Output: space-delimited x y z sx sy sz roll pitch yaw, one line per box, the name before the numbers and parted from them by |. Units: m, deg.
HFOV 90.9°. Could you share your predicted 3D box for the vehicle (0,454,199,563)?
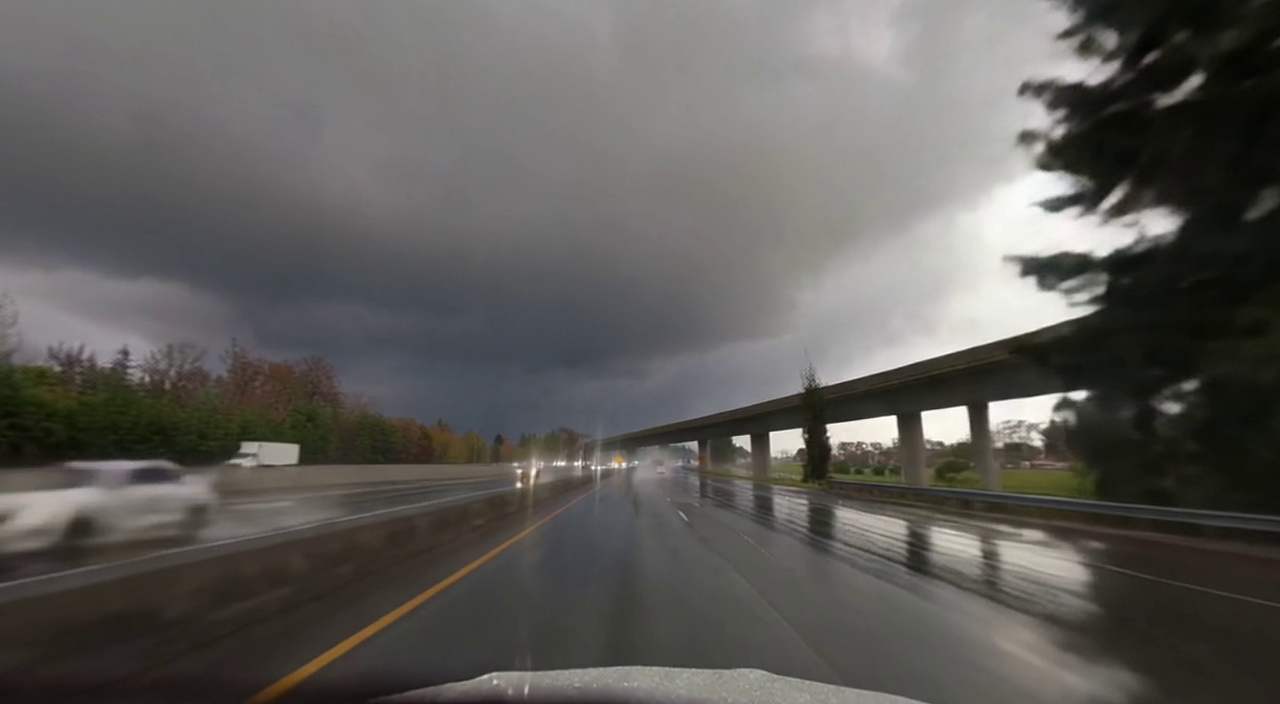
vehicle | -9.265 2.360 10.007 1.772 1.400 3.693 1 -10 0
